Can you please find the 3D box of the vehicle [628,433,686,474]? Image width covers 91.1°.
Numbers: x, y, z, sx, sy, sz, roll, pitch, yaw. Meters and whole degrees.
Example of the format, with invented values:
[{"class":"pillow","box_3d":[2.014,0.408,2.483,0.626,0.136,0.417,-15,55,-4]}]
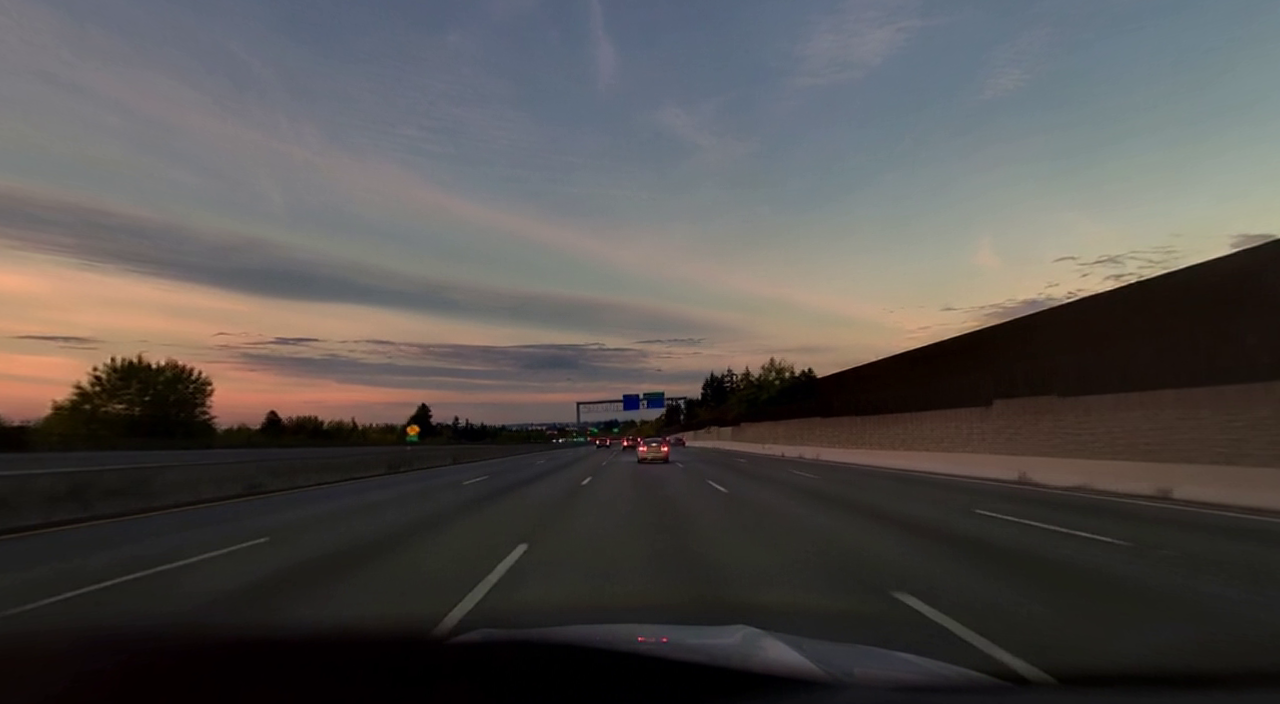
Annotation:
[{"class":"vehicle","box_3d":[0.585,3.932,24.615,2.046,1.467,3.844,0,-8,-2]}]
